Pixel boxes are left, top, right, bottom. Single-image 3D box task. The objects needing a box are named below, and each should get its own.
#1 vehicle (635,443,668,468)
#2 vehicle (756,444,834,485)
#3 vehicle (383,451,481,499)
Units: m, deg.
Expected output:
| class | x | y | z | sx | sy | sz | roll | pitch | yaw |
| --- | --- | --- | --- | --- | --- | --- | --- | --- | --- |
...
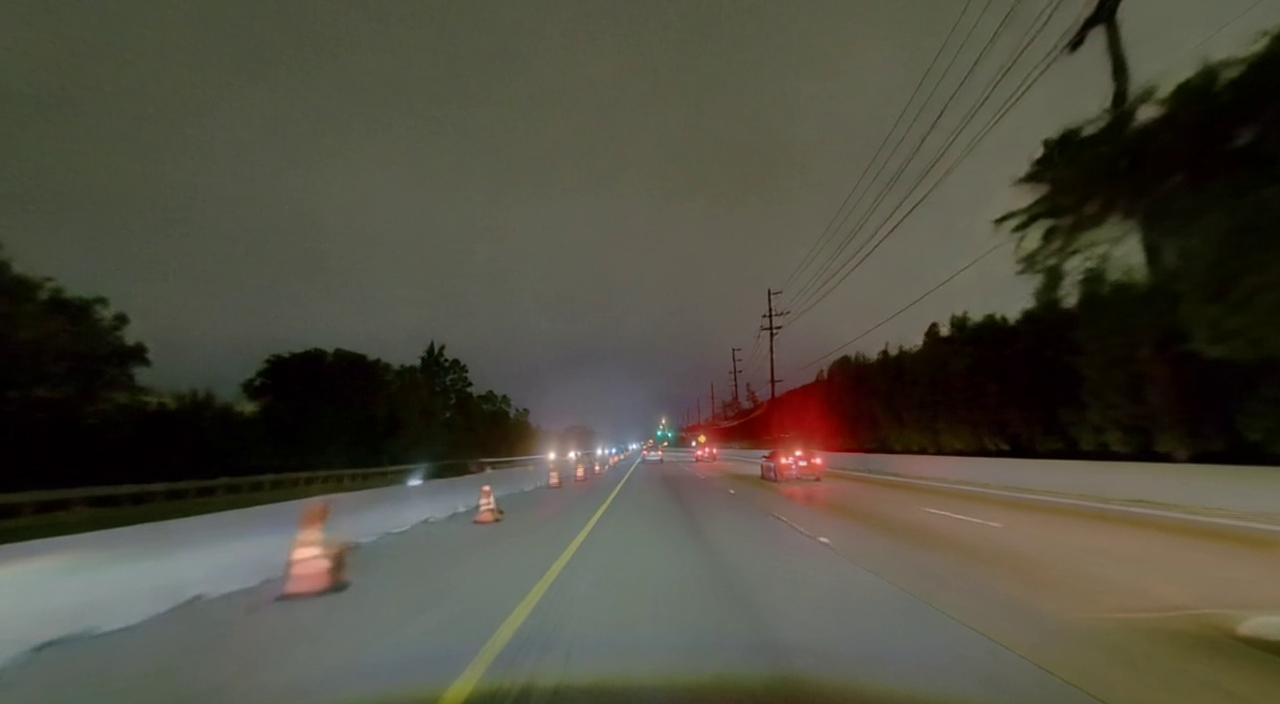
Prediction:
| class | x | y | z | sx | sy | sz | roll | pitch | yaw |
| --- | --- | --- | --- | --- | --- | --- | --- | --- | --- |
| vehicle | 0.762 | 6.859 | 42.093 | 2.096 | 1.583 | 4.150 | 0 | -8 | 1 |
| vehicle | 5.702 | 4.154 | 23.680 | 1.881 | 1.409 | 4.016 | 0 | -8 | 0 |
| vehicle | -7.431 | 4.398 | 23.049 | 1.971 | 1.515 | 4.381 | 0 | -8 | 2 |
